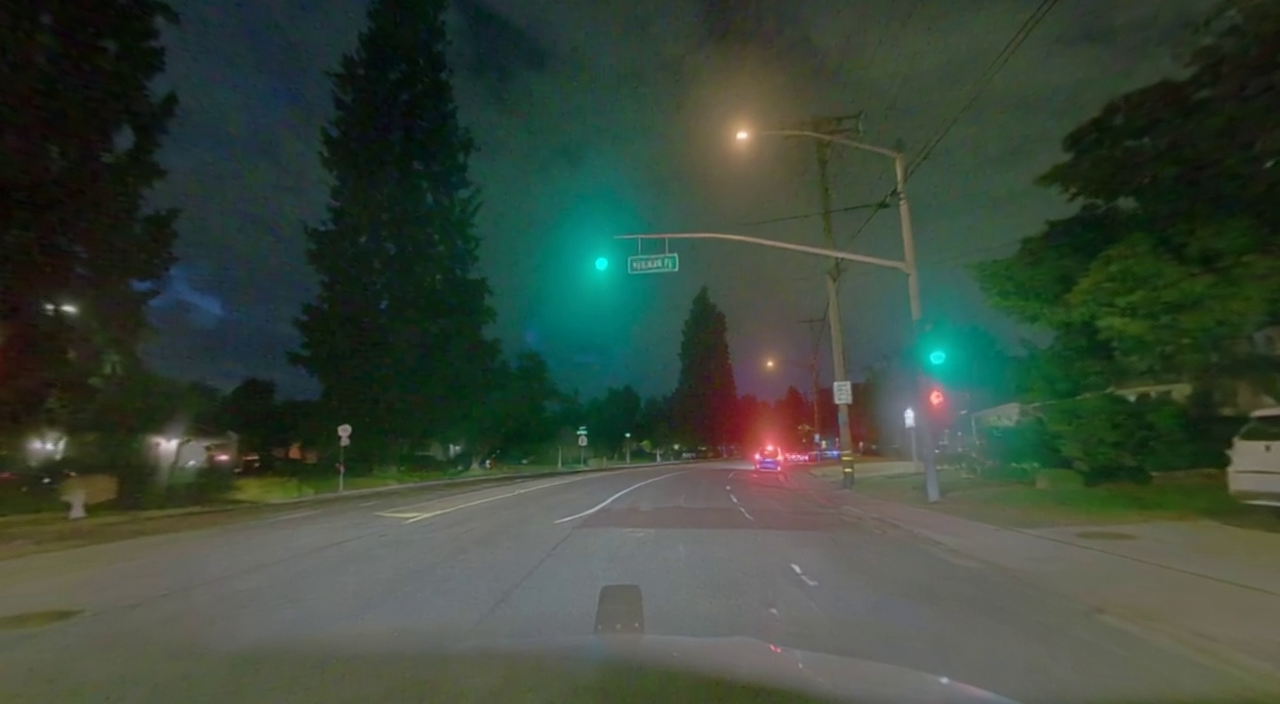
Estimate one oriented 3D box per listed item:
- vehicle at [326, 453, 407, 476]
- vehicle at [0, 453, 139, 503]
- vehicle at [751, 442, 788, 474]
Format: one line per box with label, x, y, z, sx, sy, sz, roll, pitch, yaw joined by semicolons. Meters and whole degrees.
vehicle;-18.229;7.501;42.165;4.658;1.482;1.879;-2;-9;12
vehicle;-20.264;4.352;22.083;4.028;1.610;1.881;-1;-9;7
vehicle;7.678;6.251;37.465;1.989;1.782;4.351;-2;-9;12
